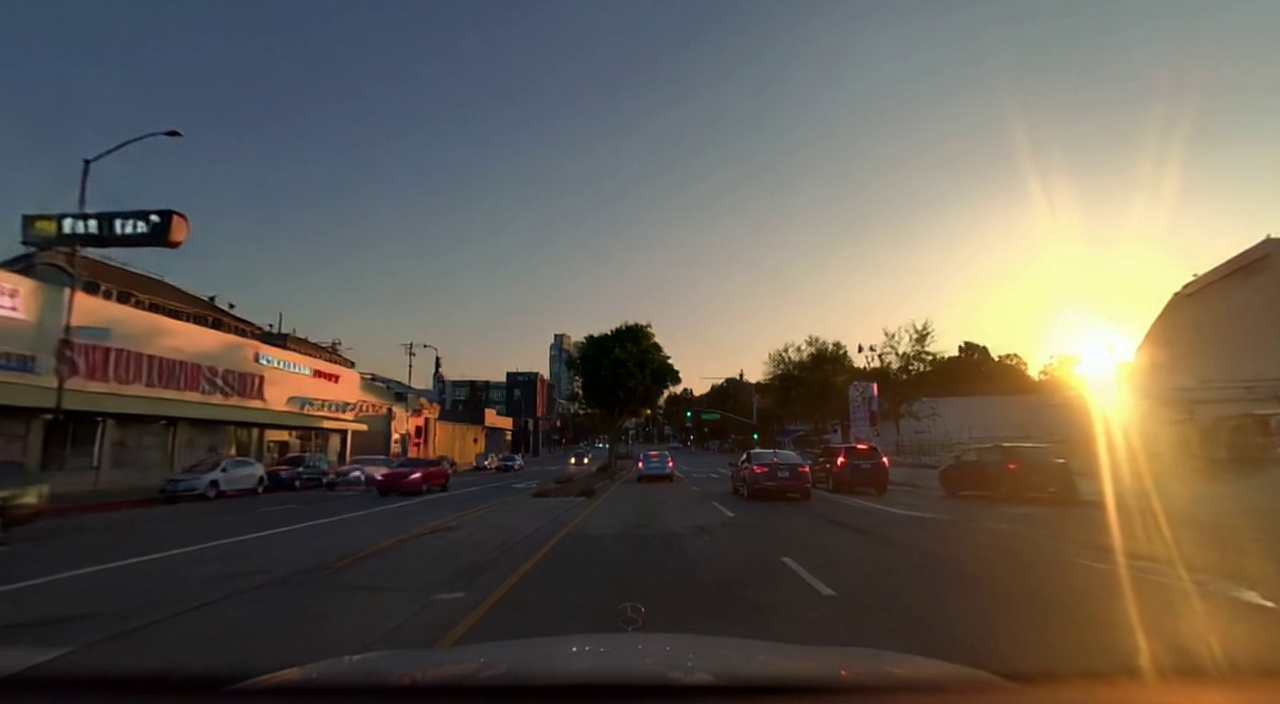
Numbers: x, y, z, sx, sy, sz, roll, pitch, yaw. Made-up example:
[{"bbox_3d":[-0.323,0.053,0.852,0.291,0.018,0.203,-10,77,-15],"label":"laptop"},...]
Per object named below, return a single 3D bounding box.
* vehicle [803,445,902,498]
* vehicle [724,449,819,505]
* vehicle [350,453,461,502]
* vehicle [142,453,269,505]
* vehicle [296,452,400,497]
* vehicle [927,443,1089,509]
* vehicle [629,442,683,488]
[{"bbox_3d":[7.550,4.251,22.934,2.040,1.738,4.414,0,-8,0],"label":"vehicle"},{"bbox_3d":[3.882,3.753,19.466,1.963,1.484,4.609,0,-8,0],"label":"vehicle"},{"bbox_3d":[-8.179,4.387,22.521,2.078,1.465,4.632,0,-8,1],"label":"vehicle"},{"bbox_3d":[-18.507,5.383,27.235,2.013,1.823,4.960,0,-7,-1],"label":"vehicle"},{"bbox_3d":[-12.188,5.099,26.702,2.183,1.674,4.481,0,-8,1],"label":"vehicle"},{"bbox_3d":[10.860,3.690,19.154,2.106,1.712,4.769,0,-10,1],"label":"vehicle"},{"bbox_3d":[0.680,5.002,28.313,2.210,1.861,4.280,0,-8,1],"label":"vehicle"}]
